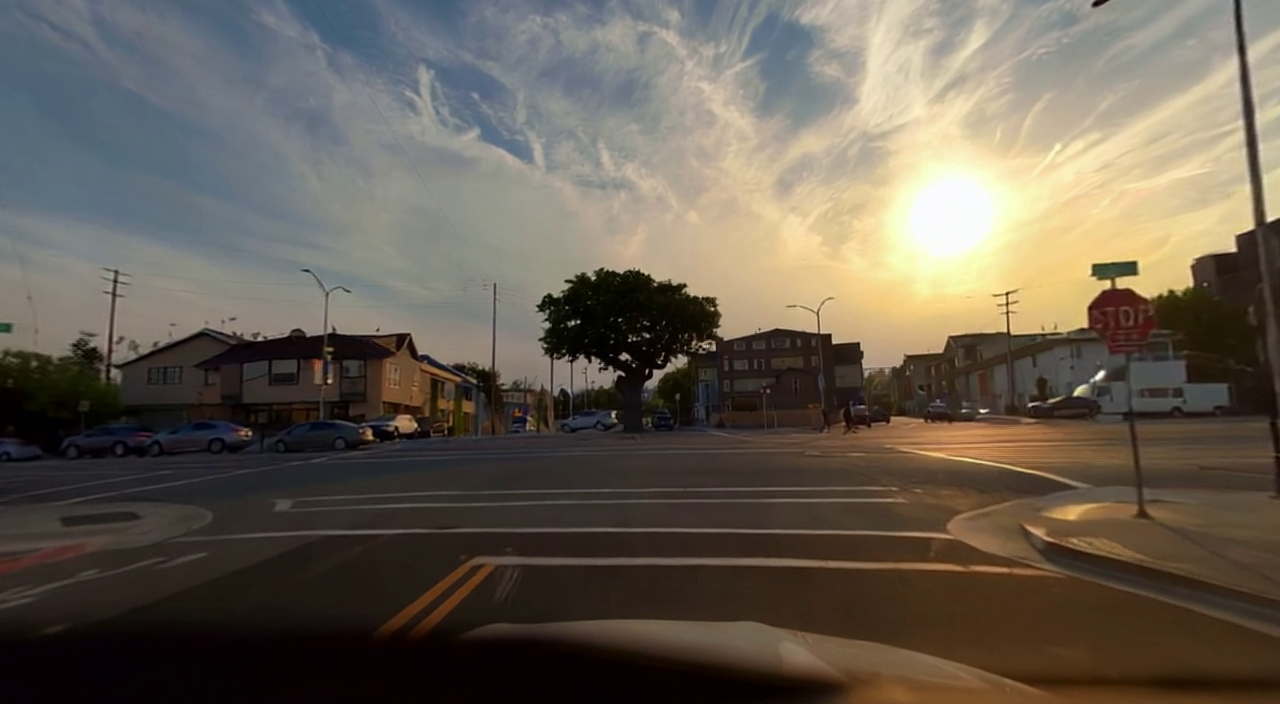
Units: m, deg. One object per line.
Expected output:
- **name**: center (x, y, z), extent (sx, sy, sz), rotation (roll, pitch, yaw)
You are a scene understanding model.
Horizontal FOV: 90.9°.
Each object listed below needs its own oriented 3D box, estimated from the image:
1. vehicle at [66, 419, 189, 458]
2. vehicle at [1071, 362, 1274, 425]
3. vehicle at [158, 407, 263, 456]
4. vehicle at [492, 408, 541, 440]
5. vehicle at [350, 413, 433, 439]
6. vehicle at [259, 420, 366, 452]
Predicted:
- **vehicle**: center (-25.246, 4.290, 31.110), extent (4.696, 1.801, 1.948), rotation (-2, -9, 10)
- **vehicle**: center (34.655, 2.765, 41.237), extent (10.986, 3.604, 2.707), rotation (-2, -7, -4)
- **vehicle**: center (-20.758, 3.883, 30.549), extent (3.506, 2.261, 2.158), rotation (-1, -9, 8)
- **vehicle**: center (-7.288, 4.364, 37.755), extent (2.156, 1.620, 4.945), rotation (3, -9, -3)
- **vehicle**: center (-16.234, 4.906, 41.373), extent (2.010, 1.583, 4.582), rotation (-6, -11, 36)
- **vehicle**: center (-15.514, 3.999, 29.951), extent (4.233, 1.432, 1.755), rotation (-2, -9, 8)
